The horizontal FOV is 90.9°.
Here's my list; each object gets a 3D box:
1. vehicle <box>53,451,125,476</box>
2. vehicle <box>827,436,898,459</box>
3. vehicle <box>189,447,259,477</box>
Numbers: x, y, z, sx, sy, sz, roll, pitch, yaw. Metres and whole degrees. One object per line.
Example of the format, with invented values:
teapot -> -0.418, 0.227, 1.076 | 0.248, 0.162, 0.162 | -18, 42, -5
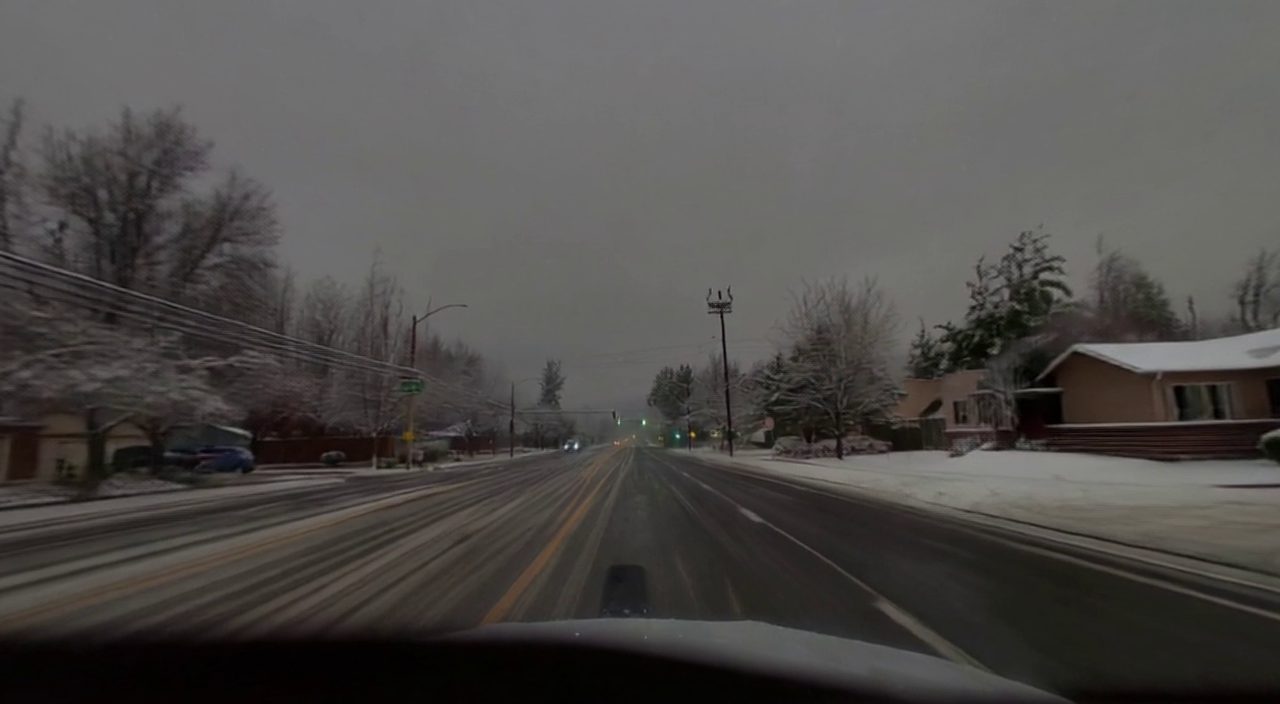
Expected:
vehicle -> -40.682, 8.233, 46.644 | 1.923, 1.679, 4.598 | 1, -9, -12
vehicle -> 14.626, 6.287, 41.546 | 4.253, 1.397, 1.717 | -3, -9, 17
vehicle -> -25.110, 6.653, 38.256 | 1.958, 1.668, 4.701 | 2, -10, -14
